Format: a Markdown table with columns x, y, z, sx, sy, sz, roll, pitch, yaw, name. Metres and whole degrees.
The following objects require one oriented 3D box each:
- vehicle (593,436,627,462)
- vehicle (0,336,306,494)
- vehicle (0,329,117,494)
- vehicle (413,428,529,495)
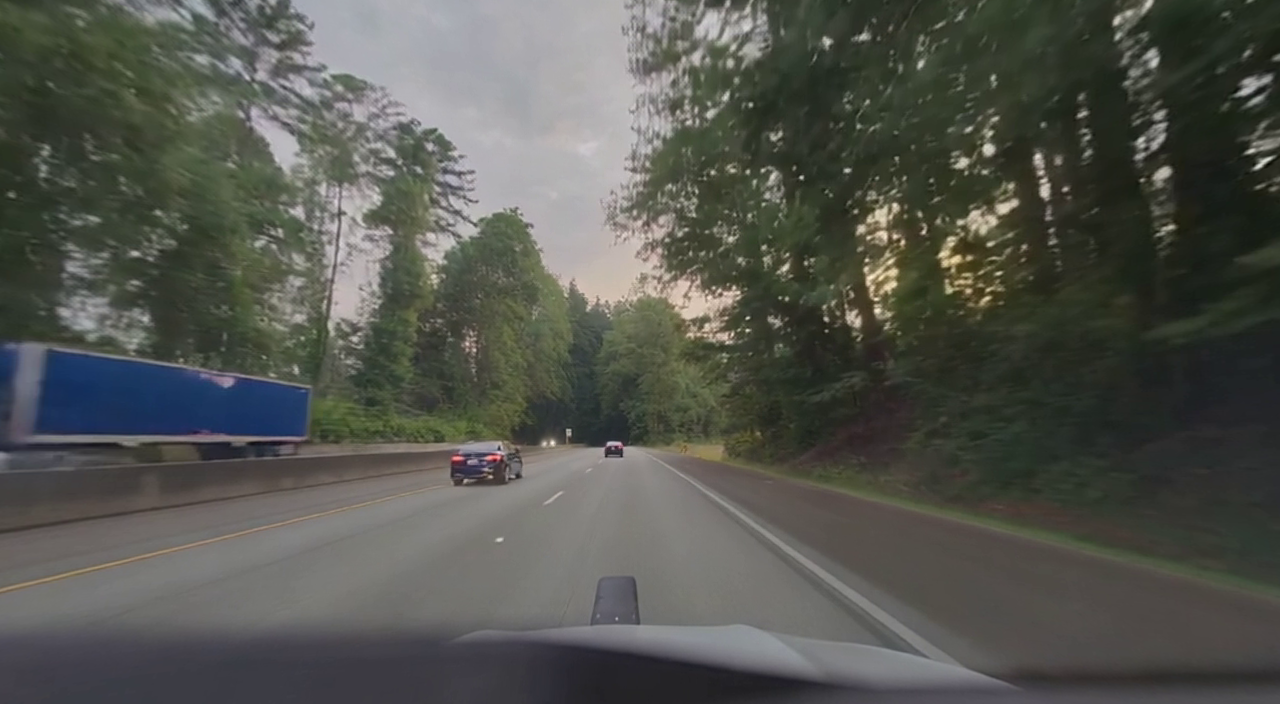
| x | y | z | sx | sy | sz | roll | pitch | yaw | name |
| --- | --- | --- | --- | --- | --- | --- | --- | --- | --- |
| -2.012 | 6.696 | 43.622 | 2.159 | 1.670 | 4.395 | 0 | -8 | -1 | vehicle |
| -17.206 | 2.544 | 22.930 | 2.887 | 4.067 | 13.460 | 0 | -8 | -1 | vehicle |
| -17.057 | 1.488 | 15.518 | 3.020 | 3.957 | 5.954 | 0 | -8 | -1 | vehicle |
| -4.626 | 3.056 | 18.009 | 2.111 | 1.645 | 4.382 | 0 | -8 | 0 | vehicle |
